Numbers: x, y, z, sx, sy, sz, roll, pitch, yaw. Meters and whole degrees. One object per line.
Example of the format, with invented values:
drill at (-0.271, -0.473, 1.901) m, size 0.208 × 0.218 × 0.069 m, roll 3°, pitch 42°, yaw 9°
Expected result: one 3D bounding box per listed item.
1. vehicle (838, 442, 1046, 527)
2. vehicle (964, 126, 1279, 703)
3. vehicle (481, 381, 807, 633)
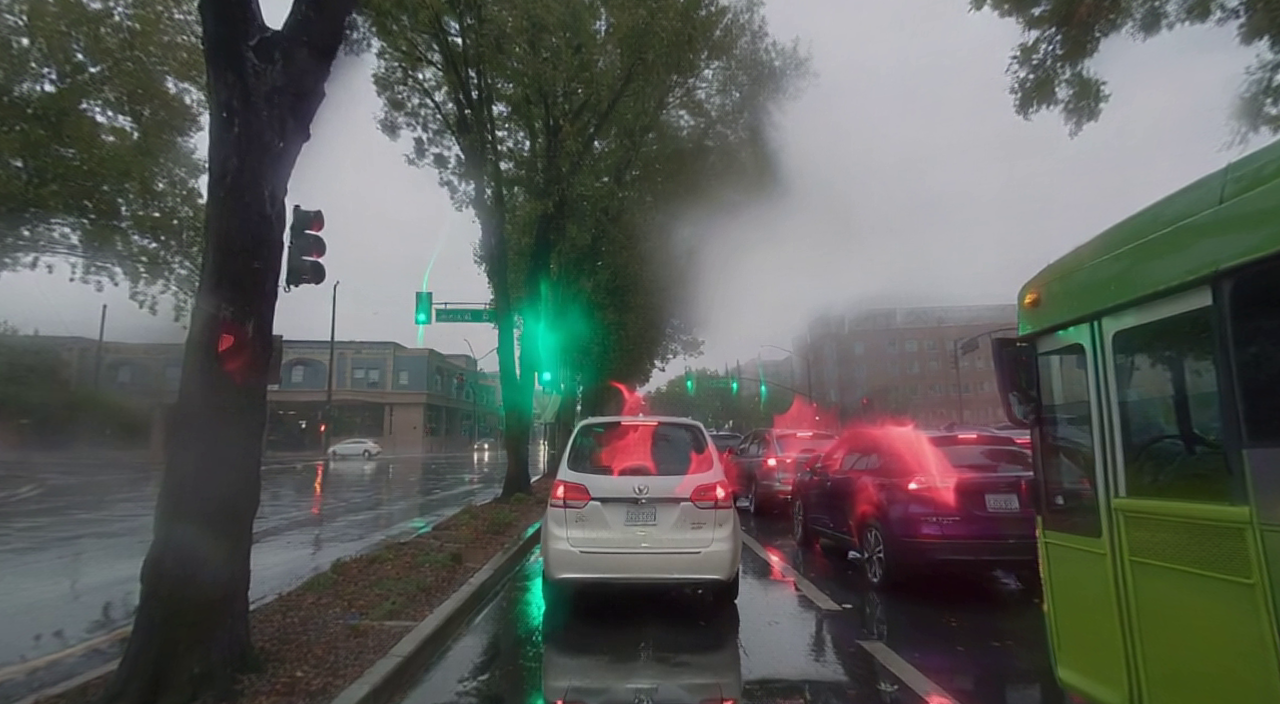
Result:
vehicle at (5.962, 2.638, 13.221) m, size 1.987 × 1.457 × 4.675 m, roll 0°, pitch -8°, yaw -1°
vehicle at (2.606, 0.317, 0.420) m, size 2.037 × 2.065 × 5.037 m, roll 0°, pitch -8°, yaw 0°
vehicle at (0.000, 1.474, 6.999) m, size 2.381 × 1.842 × 4.603 m, roll 0°, pitch -8°, yaw -1°
